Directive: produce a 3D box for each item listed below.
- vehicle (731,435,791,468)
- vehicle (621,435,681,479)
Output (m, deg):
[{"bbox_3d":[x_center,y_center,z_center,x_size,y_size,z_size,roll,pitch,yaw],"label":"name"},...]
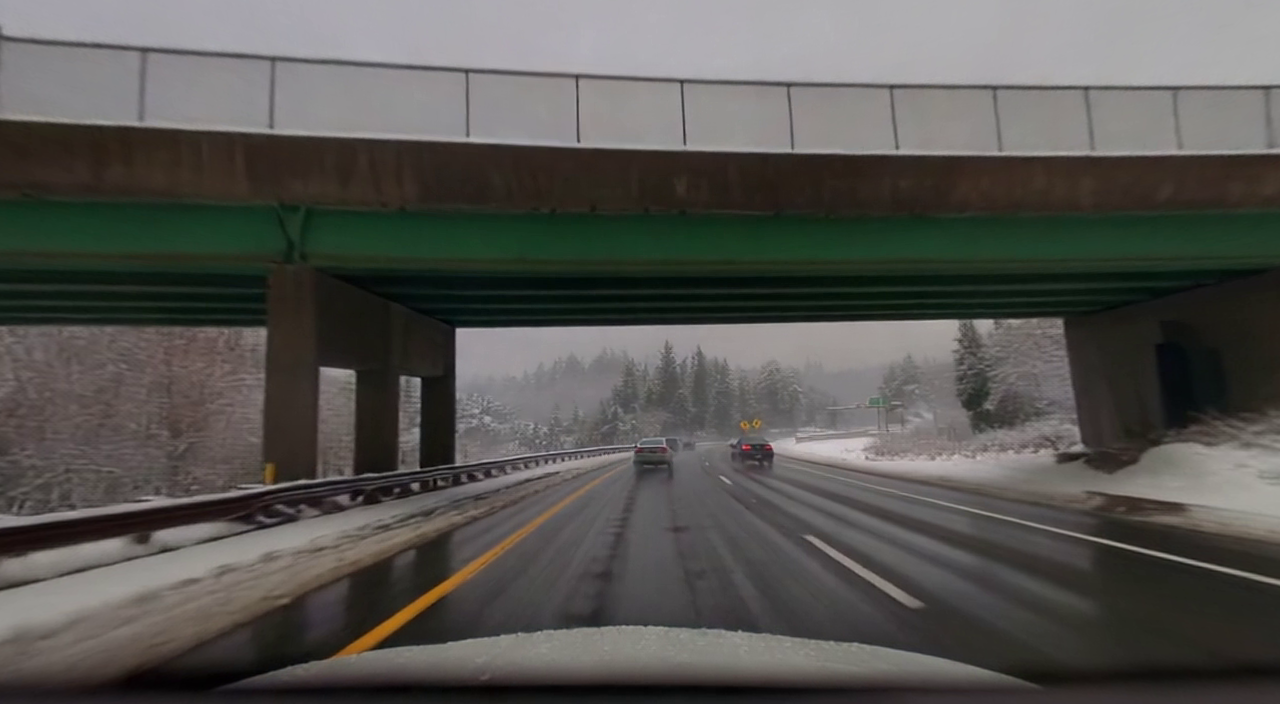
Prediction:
[{"bbox_3d":[5.776,4.806,30.585,2.163,1.489,4.470,0,-8,2],"label":"vehicle"},{"bbox_3d":[0.466,3.803,23.097,1.993,1.461,3.812,-1,-8,3],"label":"vehicle"}]
